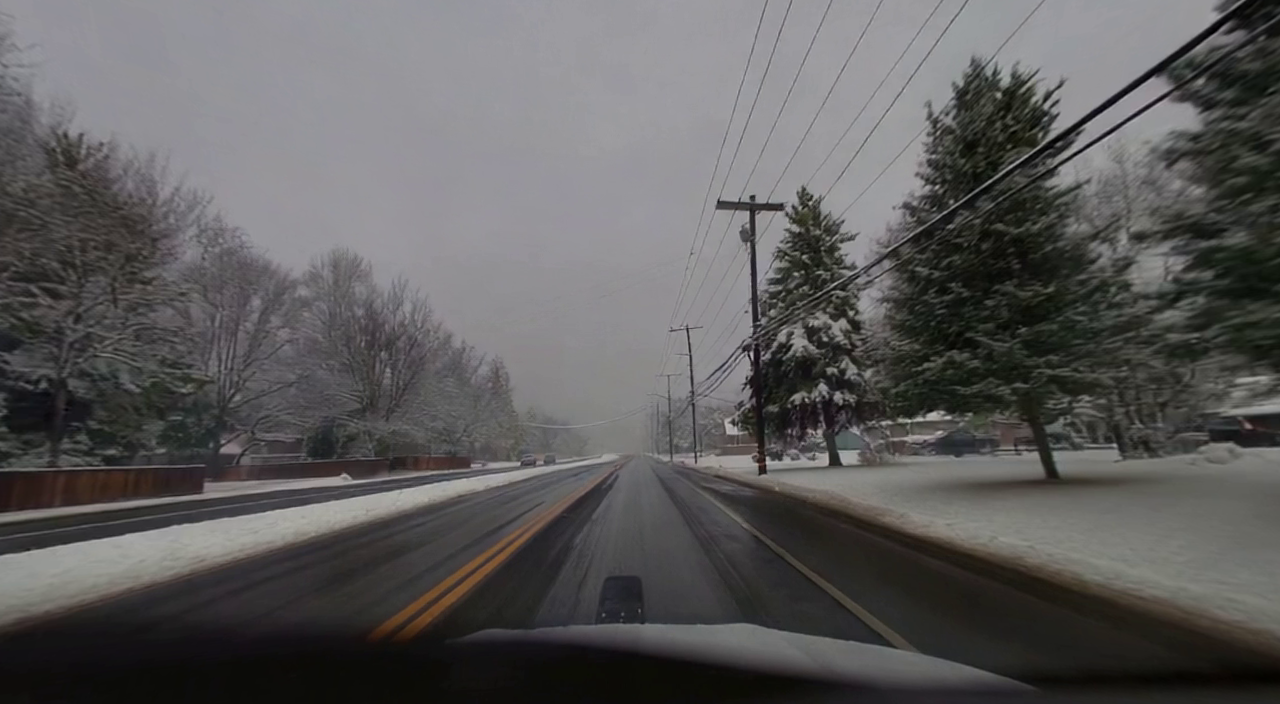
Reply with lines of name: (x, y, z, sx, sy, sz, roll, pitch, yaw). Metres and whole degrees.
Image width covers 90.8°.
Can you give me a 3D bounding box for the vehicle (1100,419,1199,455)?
vehicle: (29.455, 5.026, 36.750, 1.877, 1.757, 4.937, 2, -11, 4)
